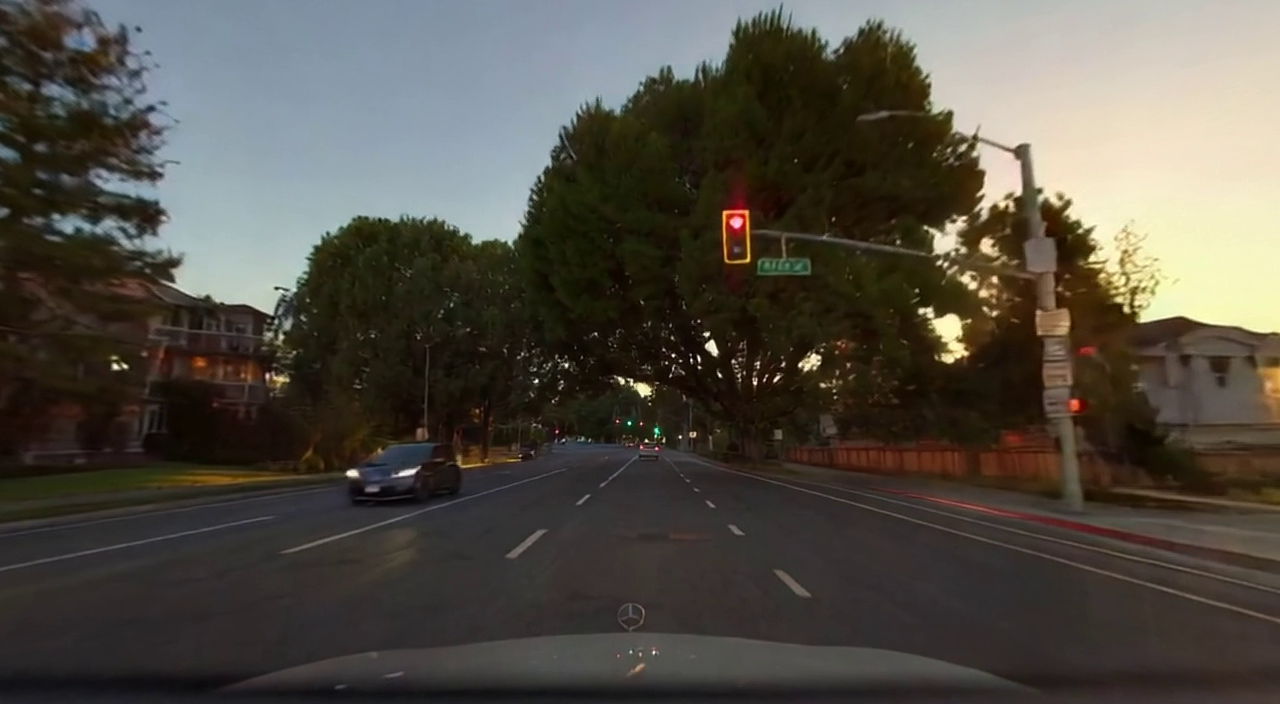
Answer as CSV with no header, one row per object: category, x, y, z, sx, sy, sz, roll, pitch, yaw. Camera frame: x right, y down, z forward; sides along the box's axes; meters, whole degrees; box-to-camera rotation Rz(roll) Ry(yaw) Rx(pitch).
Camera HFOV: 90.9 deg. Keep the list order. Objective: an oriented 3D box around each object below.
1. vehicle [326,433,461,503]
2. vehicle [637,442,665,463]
vehicle,-6.762,3.208,17.896,2.008,1.718,4.356,0,-8,1
vehicle,0.822,7.721,48.669,2.025,1.492,4.124,0,-8,0
